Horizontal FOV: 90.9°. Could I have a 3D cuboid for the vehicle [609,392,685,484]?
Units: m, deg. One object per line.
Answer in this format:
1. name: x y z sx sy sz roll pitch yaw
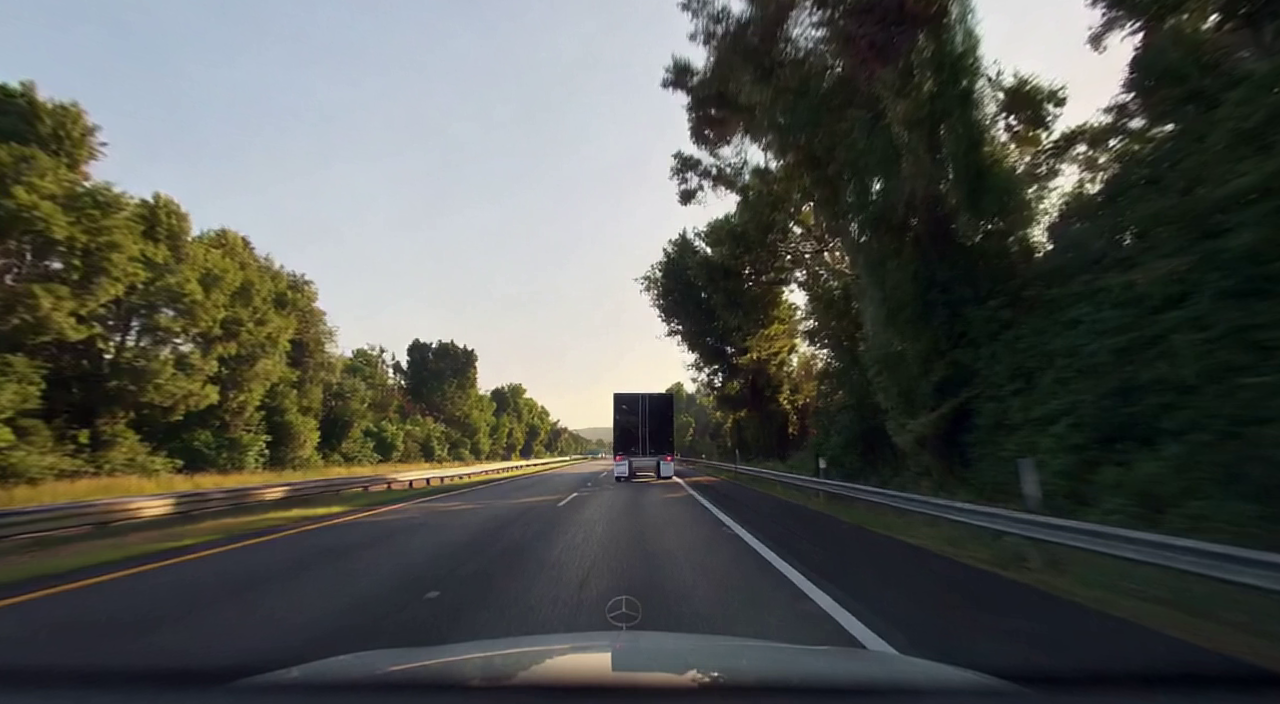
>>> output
1. vehicle: 0.091 3.975 28.654 2.913 3.530 8.648 0 -9 -2
